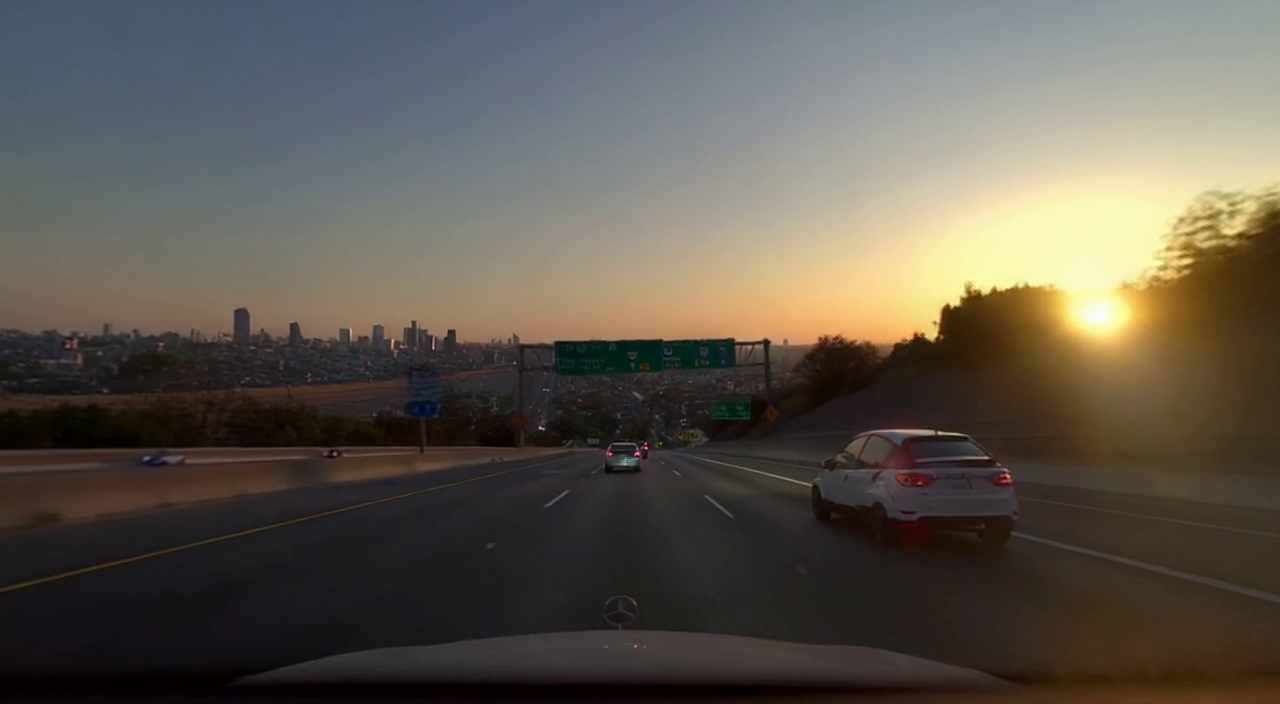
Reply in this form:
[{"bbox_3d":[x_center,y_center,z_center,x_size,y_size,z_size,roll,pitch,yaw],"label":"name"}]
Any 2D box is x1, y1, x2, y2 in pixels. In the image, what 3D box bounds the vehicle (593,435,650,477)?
[{"bbox_3d":[-0.696,4.243,25.934,2.147,1.576,3.964,0,-8,0],"label":"vehicle"}]
